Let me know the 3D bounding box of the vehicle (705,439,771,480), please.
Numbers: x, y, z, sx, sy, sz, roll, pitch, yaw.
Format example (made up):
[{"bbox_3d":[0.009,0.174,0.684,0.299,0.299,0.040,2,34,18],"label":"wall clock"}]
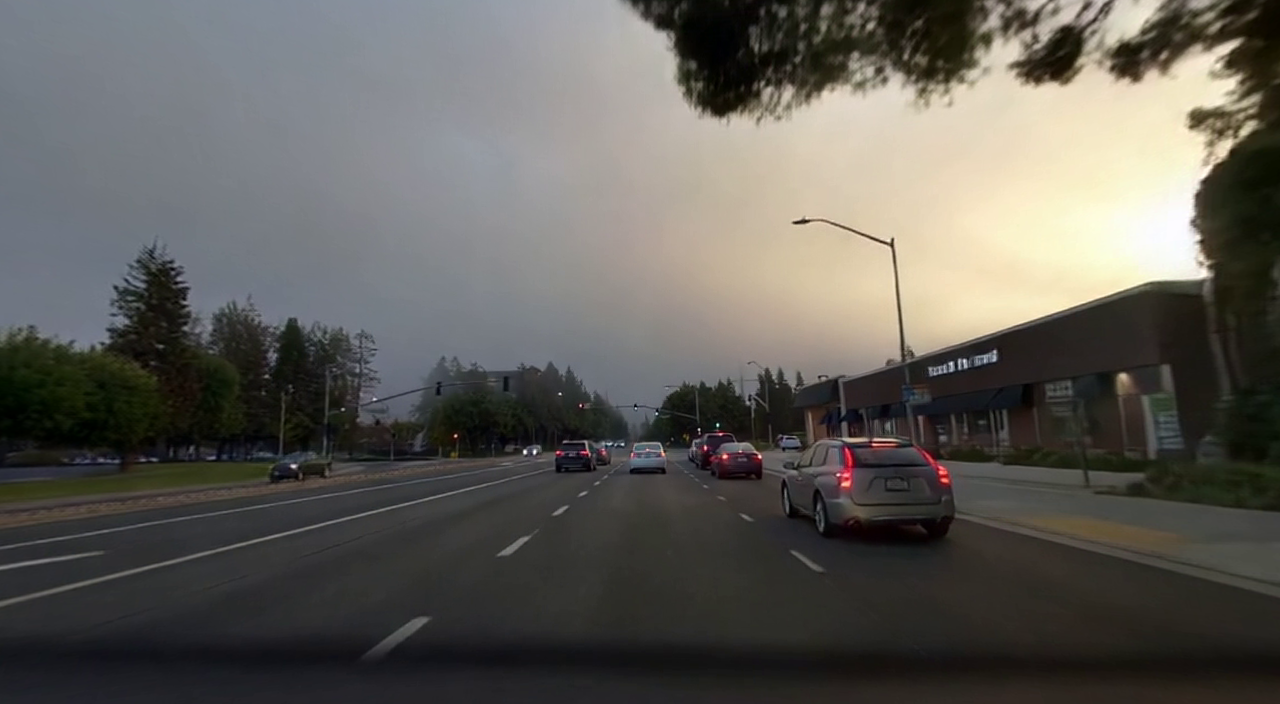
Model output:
[{"bbox_3d":[3.797,4.236,25.127,1.913,1.463,4.198,0,-8,-1],"label":"vehicle"}]

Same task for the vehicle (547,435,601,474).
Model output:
[{"bbox_3d":[-3.067,4.879,30.240,2.023,1.720,4.452,0,-8,1],"label":"vehicle"}]

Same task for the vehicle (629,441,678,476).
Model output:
[{"bbox_3d":[0.560,4.629,27.665,1.971,1.433,3.923,0,-8,1],"label":"vehicle"}]

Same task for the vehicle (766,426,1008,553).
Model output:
[{"bbox_3d":[3.350,1.948,9.654,1.948,1.474,4.360,0,-8,0],"label":"vehicle"}]

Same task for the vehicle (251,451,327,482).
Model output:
[{"bbox_3d":[-22.323,7.274,40.350,2.025,1.802,4.848,0,-8,0],"label":"vehicle"}]
